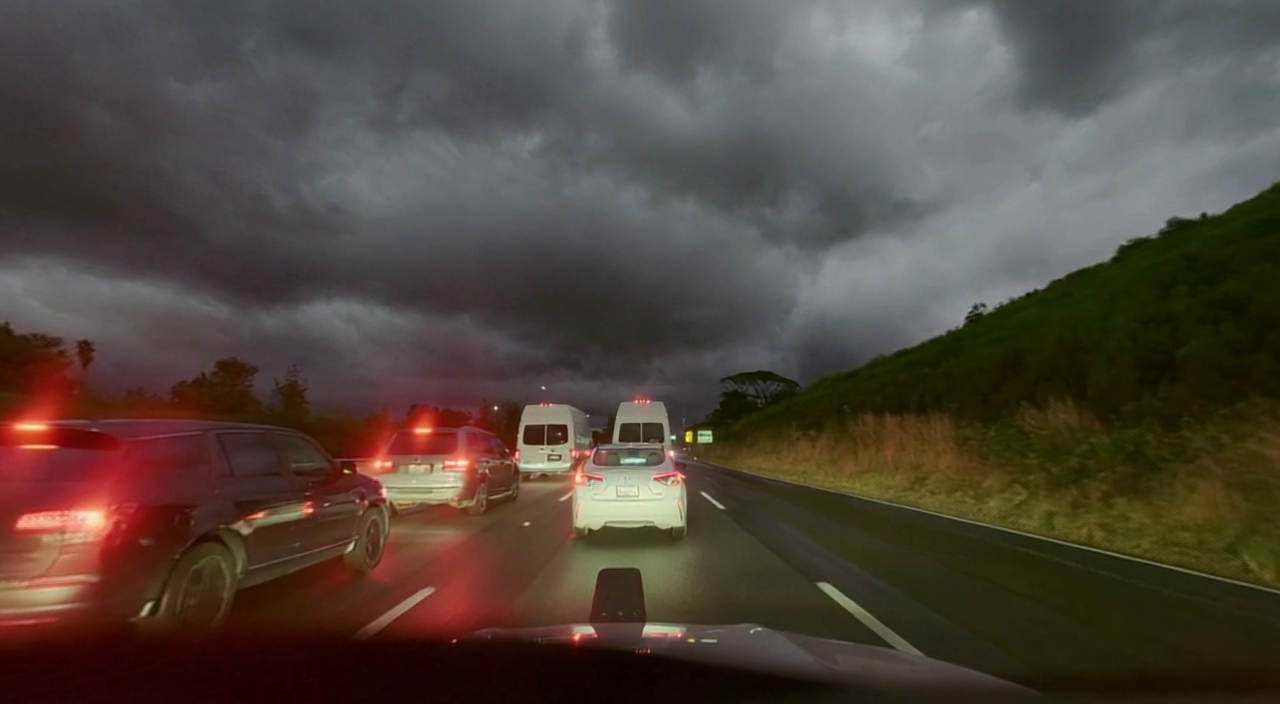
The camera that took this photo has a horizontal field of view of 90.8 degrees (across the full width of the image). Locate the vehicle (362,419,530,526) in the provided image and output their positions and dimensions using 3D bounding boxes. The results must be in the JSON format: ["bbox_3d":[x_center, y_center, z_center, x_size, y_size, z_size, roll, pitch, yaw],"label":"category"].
[{"bbox_3d":[-3.924,2.549,13.790,2.055,1.913,4.584,-1,-9,2],"label":"vehicle"}]

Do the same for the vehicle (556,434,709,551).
[{"bbox_3d":[-0.104,2.116,10.045,1.995,1.495,3.380,0,-9,0],"label":"vehicle"}]

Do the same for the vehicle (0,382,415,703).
[{"bbox_3d":[-3.670,1.311,5.131,2.029,1.656,4.437,0,-9,0],"label":"vehicle"}]
